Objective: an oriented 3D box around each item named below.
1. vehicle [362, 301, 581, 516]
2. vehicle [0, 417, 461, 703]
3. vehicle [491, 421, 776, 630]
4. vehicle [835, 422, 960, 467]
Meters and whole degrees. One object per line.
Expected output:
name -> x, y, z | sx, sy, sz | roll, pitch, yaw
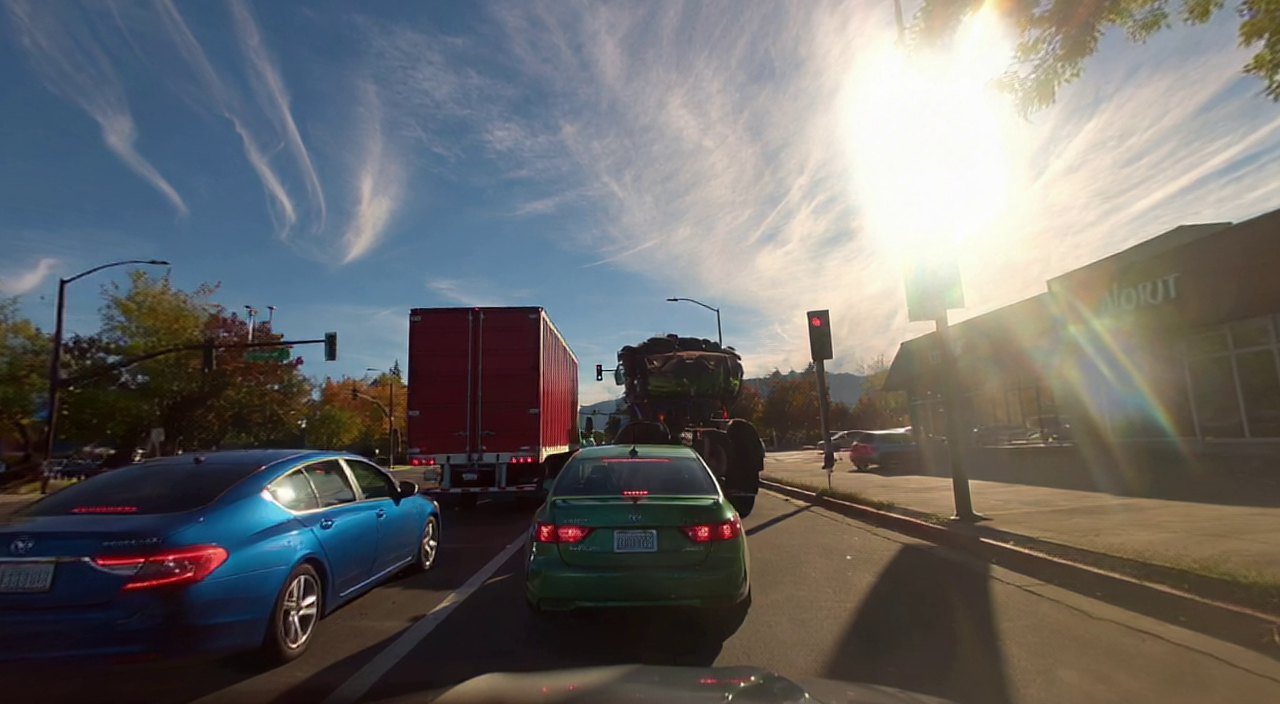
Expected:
vehicle -> -3.263, 1.478, 14.631 | 3.020, 3.800, 7.105 | 0, -8, 0
vehicle -> -3.094, 1.373, 5.166 | 1.969, 1.471, 4.378 | 0, -8, 0
vehicle -> -0.108, 1.571, 6.706 | 2.067, 1.506, 4.118 | 0, -8, -2
vehicle -> 11.523, 4.166, 28.258 | 4.681, 1.713, 1.969 | -2, -9, -10
